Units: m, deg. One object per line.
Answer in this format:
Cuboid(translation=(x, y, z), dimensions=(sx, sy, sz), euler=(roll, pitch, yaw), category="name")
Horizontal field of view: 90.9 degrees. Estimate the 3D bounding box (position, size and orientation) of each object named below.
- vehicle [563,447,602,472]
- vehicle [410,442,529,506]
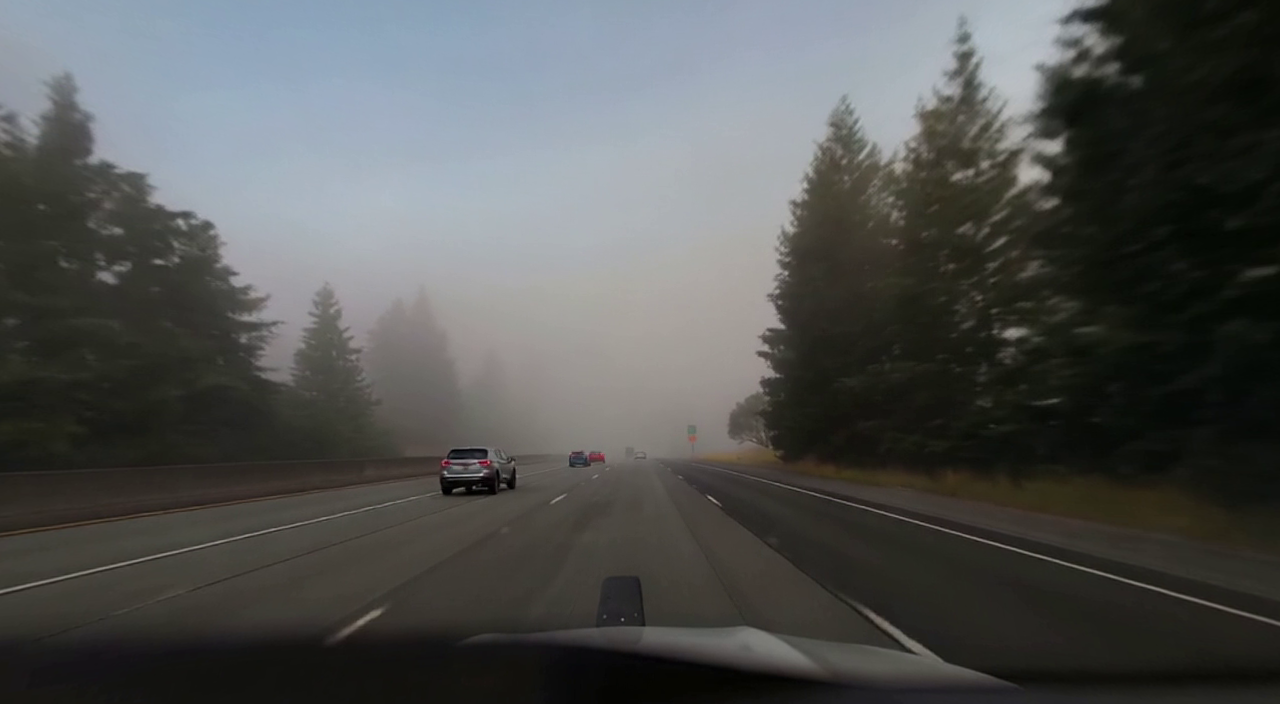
Cuboid(translation=(-3.522, 6.686, 39.368), dimensions=(2.005, 1.474, 3.921), euler=(0, -9, 1), category="vehicle")
Cuboid(translation=(-4.518, 3.294, 17.489), dimensions=(1.975, 1.501, 4.603), euler=(0, -9, 1), category="vehicle")
